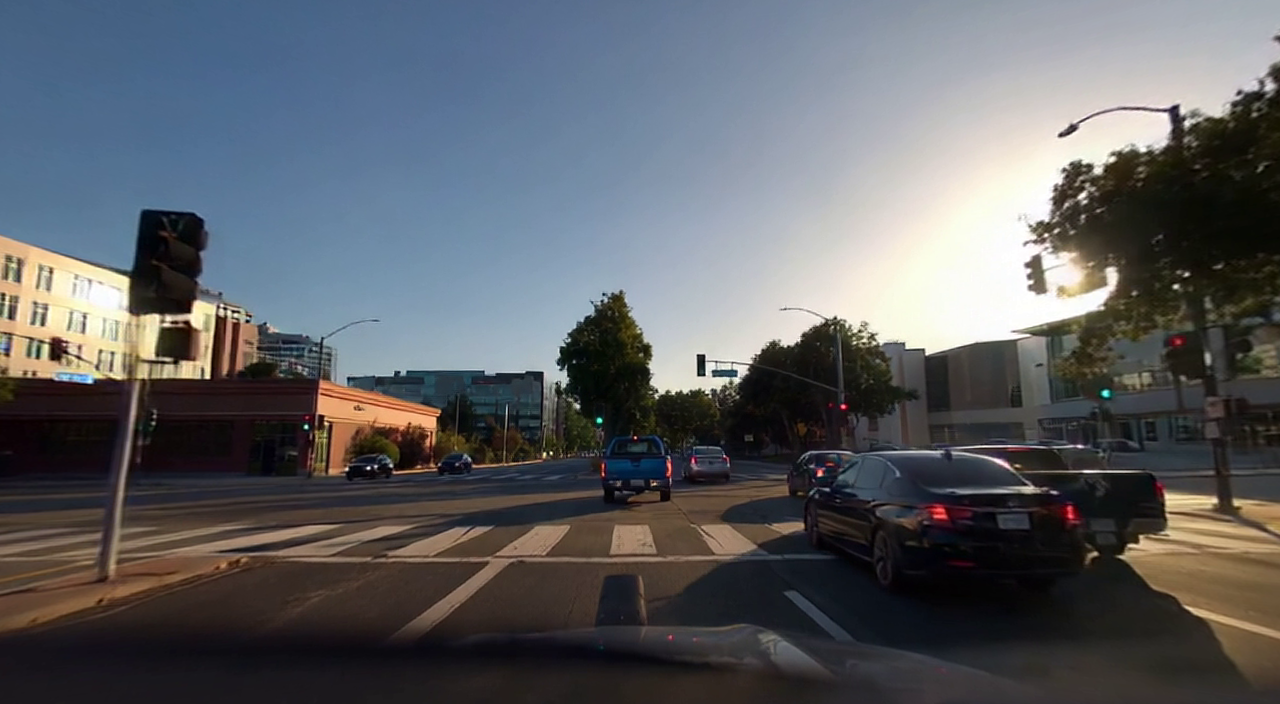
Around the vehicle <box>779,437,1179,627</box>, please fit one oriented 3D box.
[{"bbox_3d":[3.165,1.744,7.217,2.057,1.463,4.365,0,-8,-1],"label":"vehicle"}]

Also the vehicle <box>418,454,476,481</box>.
[{"bbox_3d":[-11.604,6.931,38.319,1.989,1.459,4.667,0,-8,0],"label":"vehicle"}]

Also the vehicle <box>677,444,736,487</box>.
[{"bbox_3d":[2.897,5.049,28.464,2.013,1.742,4.424,0,-9,-2],"label":"vehicle"}]

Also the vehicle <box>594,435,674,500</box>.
[{"bbox_3d":[-0.213,3.732,20.825,2.344,1.883,4.572,0,-9,-1],"label":"vehicle"}]

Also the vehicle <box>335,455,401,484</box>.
[{"bbox_3d":[-15.717,6.789,36.806,1.915,1.491,4.347,0,-8,0],"label":"vehicle"}]
